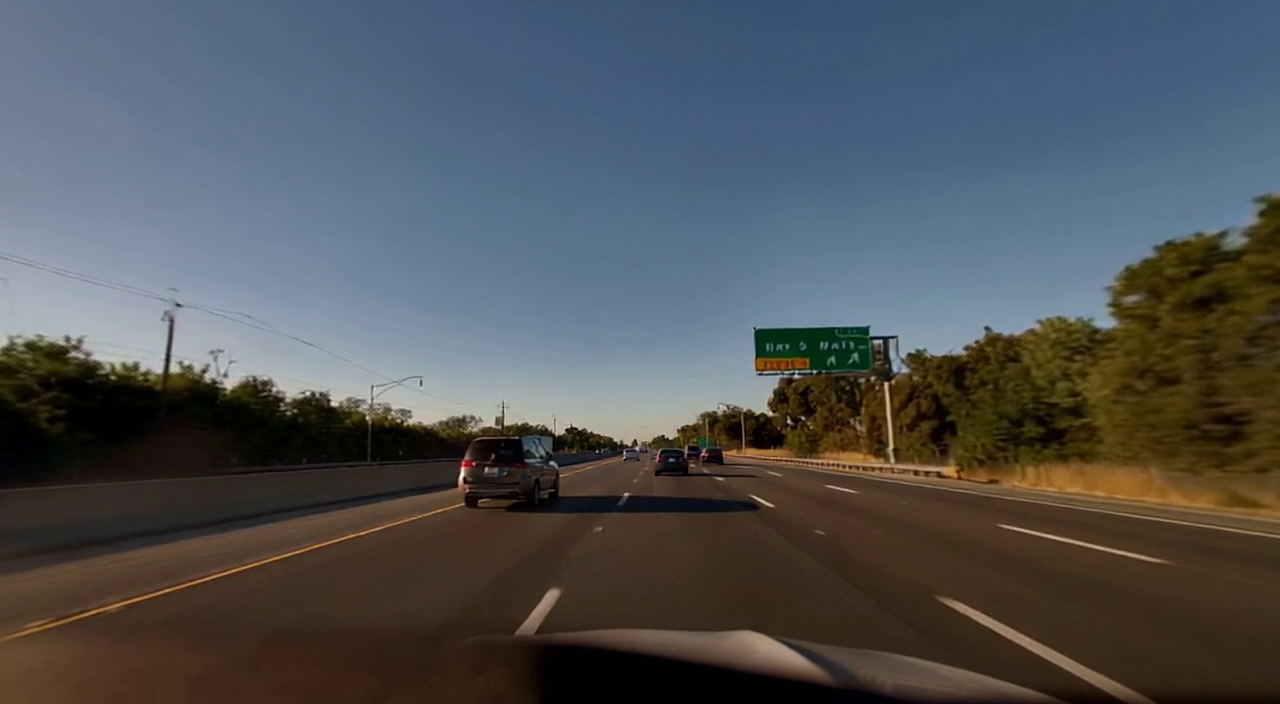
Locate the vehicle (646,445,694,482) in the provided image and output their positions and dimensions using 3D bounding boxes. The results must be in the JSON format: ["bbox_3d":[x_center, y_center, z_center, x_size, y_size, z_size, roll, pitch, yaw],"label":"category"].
[{"bbox_3d":[1.301,4.944,28.212,2.004,1.471,4.032,0,-9,1],"label":"vehicle"}]

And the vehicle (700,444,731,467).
[{"bbox_3d":[5.786,7.981,48.698,1.975,1.650,4.257,0,-9,1],"label":"vehicle"}]

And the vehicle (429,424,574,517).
[{"bbox_3d":[-2.884,2.596,14.245,2.142,1.724,4.344,0,-9,2],"label":"vehicle"}]
